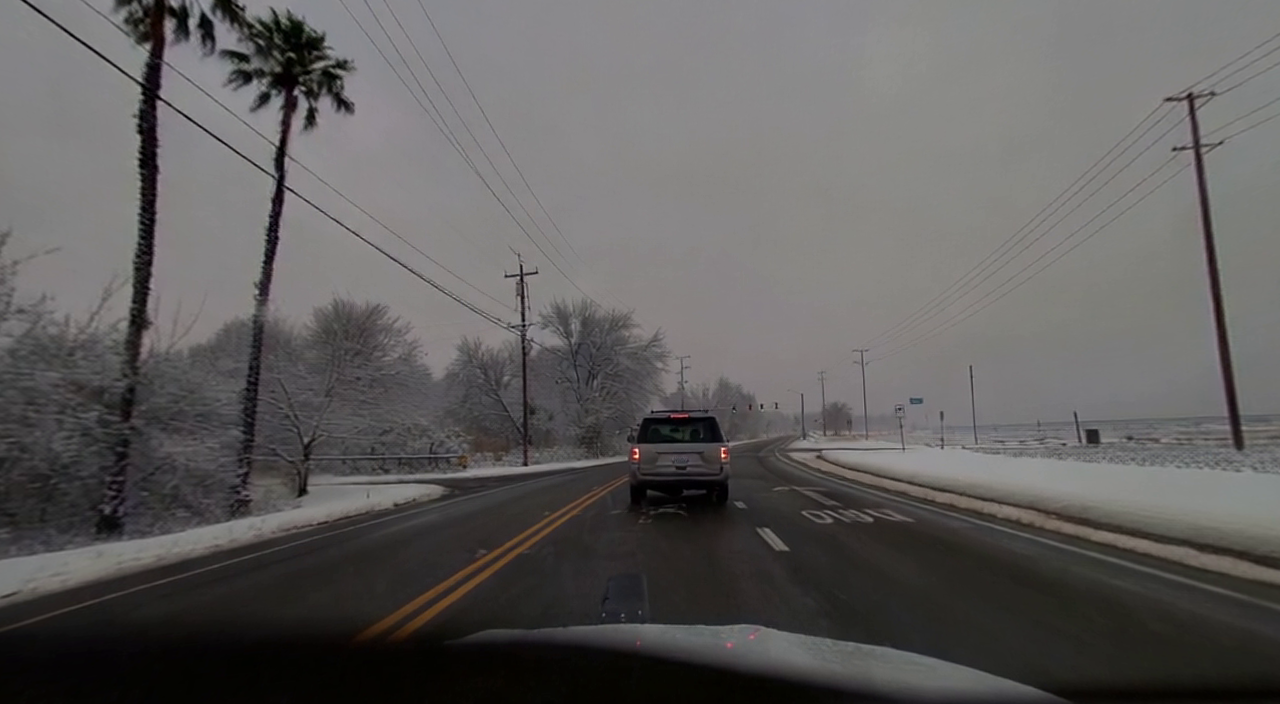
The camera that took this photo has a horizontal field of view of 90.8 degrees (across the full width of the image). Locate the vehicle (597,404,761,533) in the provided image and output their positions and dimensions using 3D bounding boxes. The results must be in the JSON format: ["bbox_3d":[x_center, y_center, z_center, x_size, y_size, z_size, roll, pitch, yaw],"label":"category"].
[{"bbox_3d":[0.605,2.027,11.499,2.364,1.859,4.538,0,-9,1],"label":"vehicle"}]
